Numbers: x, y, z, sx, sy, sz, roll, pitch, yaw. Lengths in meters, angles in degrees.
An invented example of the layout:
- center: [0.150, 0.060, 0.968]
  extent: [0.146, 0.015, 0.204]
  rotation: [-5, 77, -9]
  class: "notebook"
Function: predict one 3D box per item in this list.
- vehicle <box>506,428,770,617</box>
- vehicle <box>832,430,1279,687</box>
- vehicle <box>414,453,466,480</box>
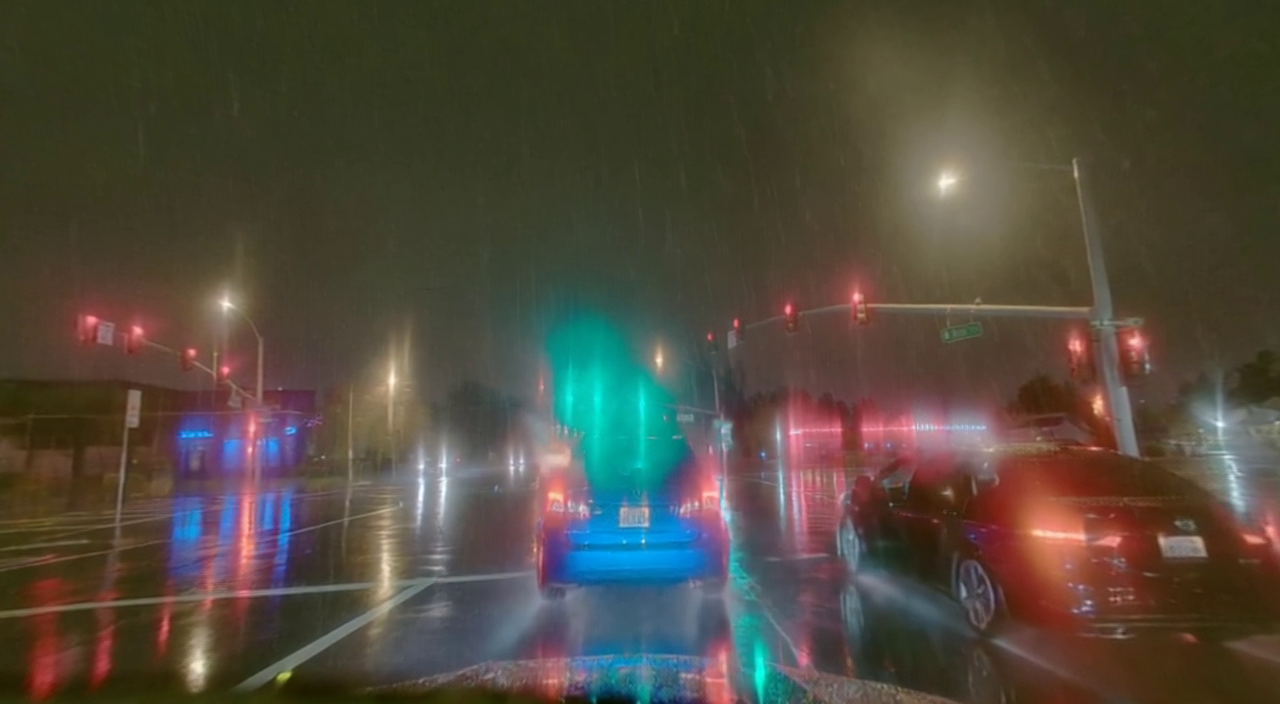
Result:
- center: [-0.054, 1.661, 7.124]
  extent: [2.094, 1.481, 4.078]
  rotation: [0, -8, -1]
  class: "vehicle"
- center: [3.351, 1.474, 5.680]
  extent: [1.860, 1.430, 4.089]
  rotation: [0, -8, -1]
  class: "vehicle"
- center: [-14.534, 8.351, 46.156]
  extent: [2.126, 1.782, 4.880]
  rotation: [0, -8, 1]
  class: "vehicle"
